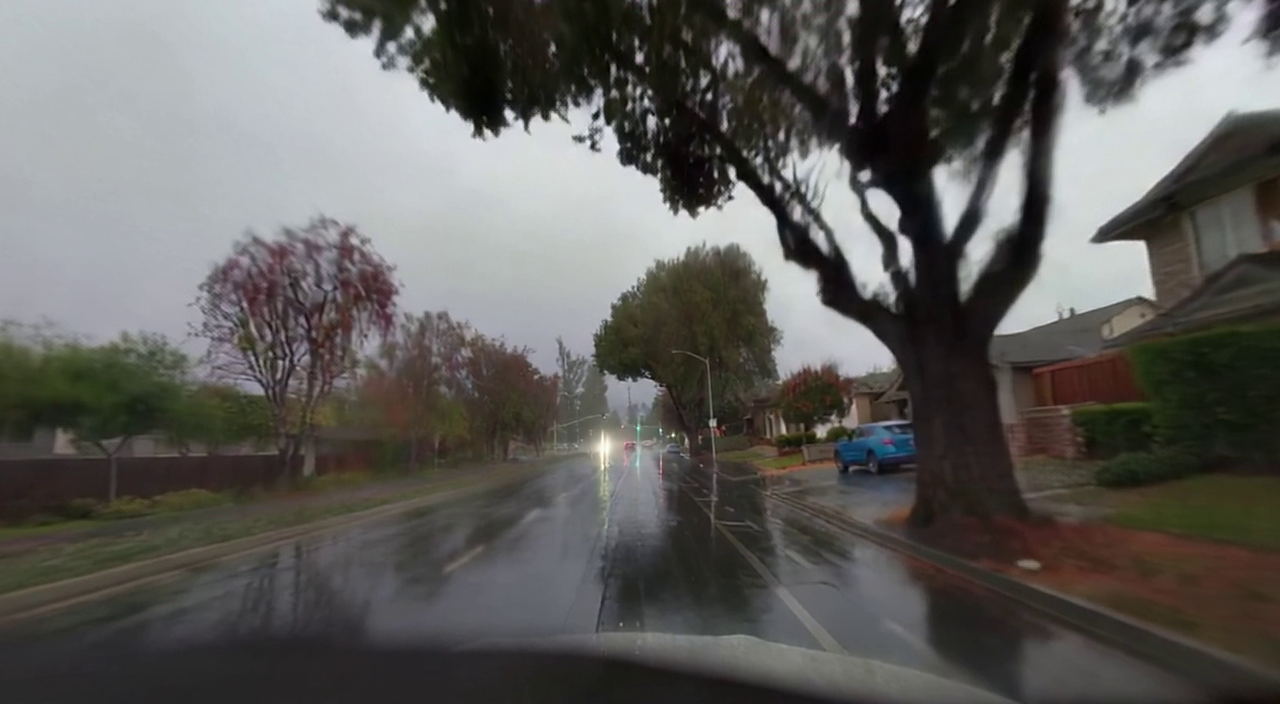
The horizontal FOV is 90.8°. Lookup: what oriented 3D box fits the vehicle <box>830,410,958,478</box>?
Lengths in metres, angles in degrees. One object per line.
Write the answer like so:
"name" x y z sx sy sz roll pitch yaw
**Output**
"vehicle" 8.203 3.102 21.040 2.051 1.801 4.785 -5 -9 -2
